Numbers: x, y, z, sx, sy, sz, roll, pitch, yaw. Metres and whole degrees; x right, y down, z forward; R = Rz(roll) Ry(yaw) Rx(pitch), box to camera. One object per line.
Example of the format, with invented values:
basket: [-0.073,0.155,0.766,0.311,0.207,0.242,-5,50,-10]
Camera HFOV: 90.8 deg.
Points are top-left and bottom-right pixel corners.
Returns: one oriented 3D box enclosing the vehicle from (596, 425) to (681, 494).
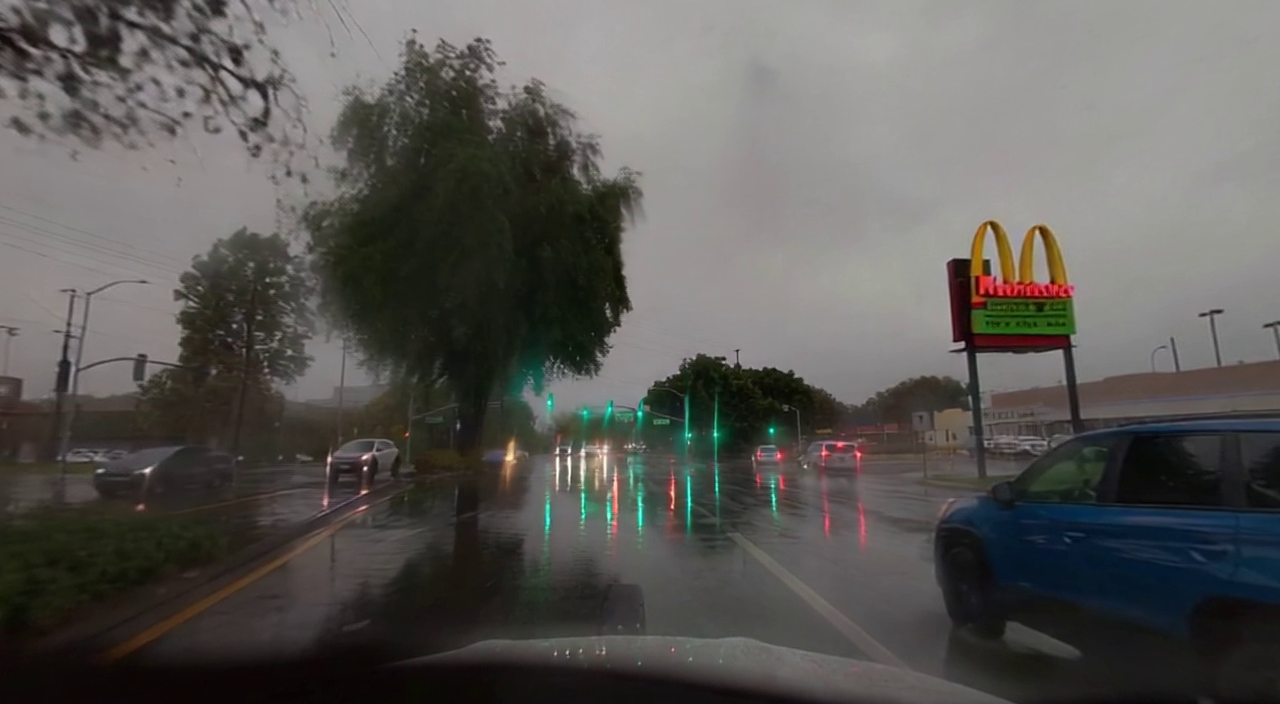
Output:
vehicle: [-0.086,3.382,20.260,2.402,1.938,4.535,0,-9,-1]

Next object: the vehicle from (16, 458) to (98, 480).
vehicle: [-45.591,9.170,49.462,4.675,1.644,1.785,0,-9,2]

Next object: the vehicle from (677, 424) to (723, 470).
vehicle: [3.581,5.730,38.284,2.239,2.586,4.586,1,-8,-1]

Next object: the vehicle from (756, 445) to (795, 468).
vehicle: [9.775,7.565,45.901,1.879,1.517,4.006,0,-9,0]

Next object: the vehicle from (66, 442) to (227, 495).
vehicle: [-18.928,4.455,24.631,2.050,1.797,4.945,-1,-9,3]

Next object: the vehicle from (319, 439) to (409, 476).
vehicle: [-14.787,5.683,34.216,2.311,1.849,4.889,-1,-9,6]

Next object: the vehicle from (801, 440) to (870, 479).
vehicle: [9.544,5.264,31.244,1.977,1.786,4.344,0,-9,0]

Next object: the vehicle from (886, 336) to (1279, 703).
vehicle: [3.346,1.004,3.589,2.076,1.716,4.416,0,-9,0]
